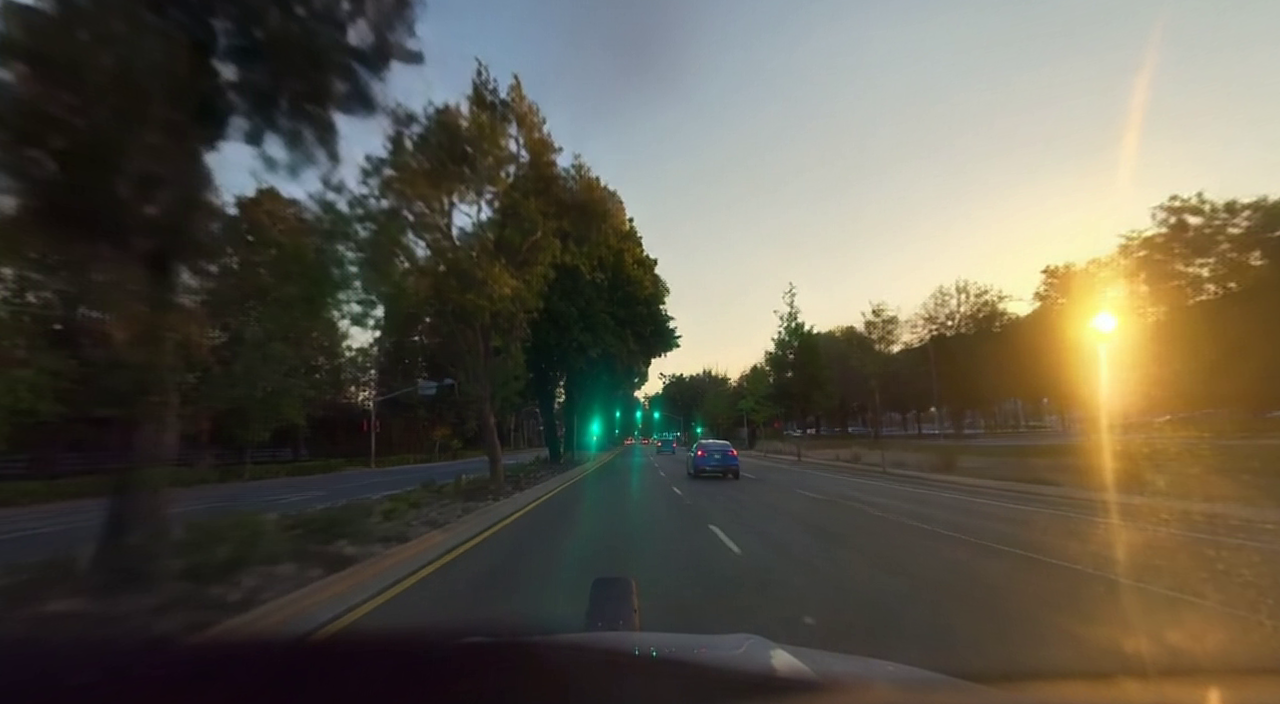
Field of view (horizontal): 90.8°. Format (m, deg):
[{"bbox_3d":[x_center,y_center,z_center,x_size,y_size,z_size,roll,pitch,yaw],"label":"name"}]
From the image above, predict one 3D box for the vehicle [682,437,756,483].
[{"bbox_3d":[2.721,3.858,22.862,2.056,1.483,4.091,0,-8,-1],"label":"vehicle"}]
